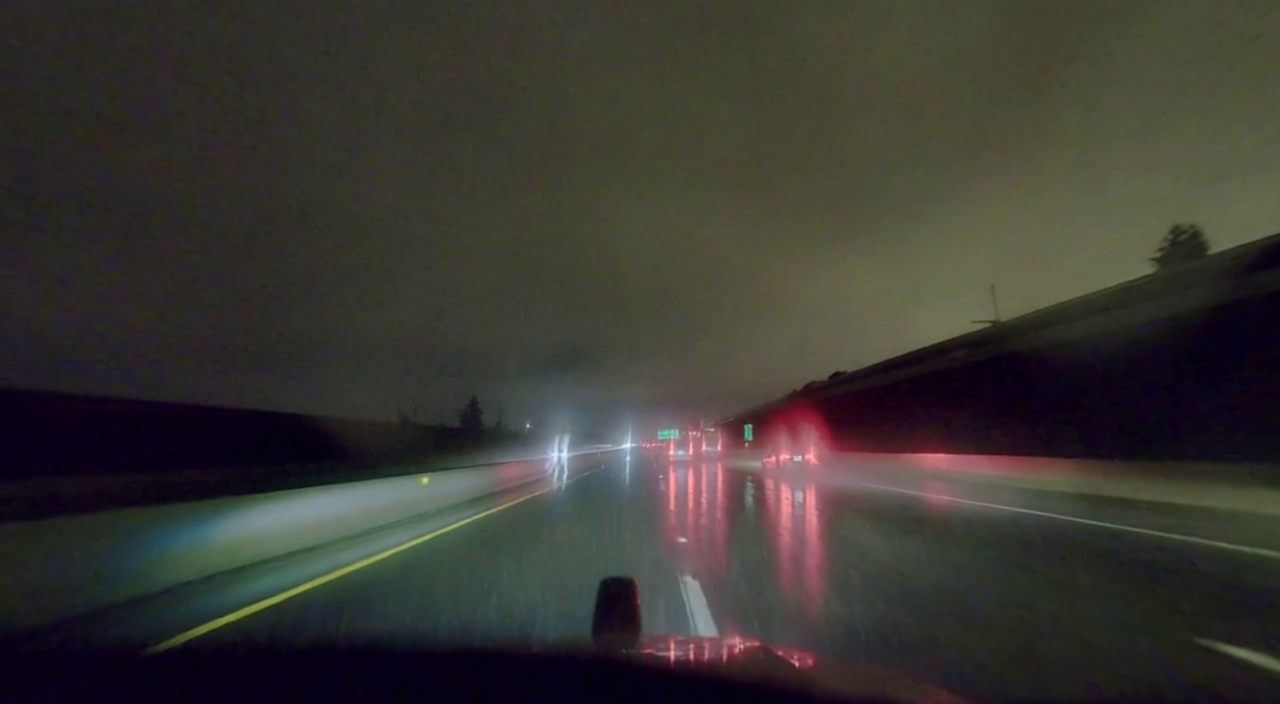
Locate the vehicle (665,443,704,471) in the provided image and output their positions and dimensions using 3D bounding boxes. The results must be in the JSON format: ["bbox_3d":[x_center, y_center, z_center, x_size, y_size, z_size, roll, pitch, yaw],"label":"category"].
[{"bbox_3d":[2.566,6.186,37.072,1.970,1.560,4.182,0,-9,-1],"label":"vehicle"}]
